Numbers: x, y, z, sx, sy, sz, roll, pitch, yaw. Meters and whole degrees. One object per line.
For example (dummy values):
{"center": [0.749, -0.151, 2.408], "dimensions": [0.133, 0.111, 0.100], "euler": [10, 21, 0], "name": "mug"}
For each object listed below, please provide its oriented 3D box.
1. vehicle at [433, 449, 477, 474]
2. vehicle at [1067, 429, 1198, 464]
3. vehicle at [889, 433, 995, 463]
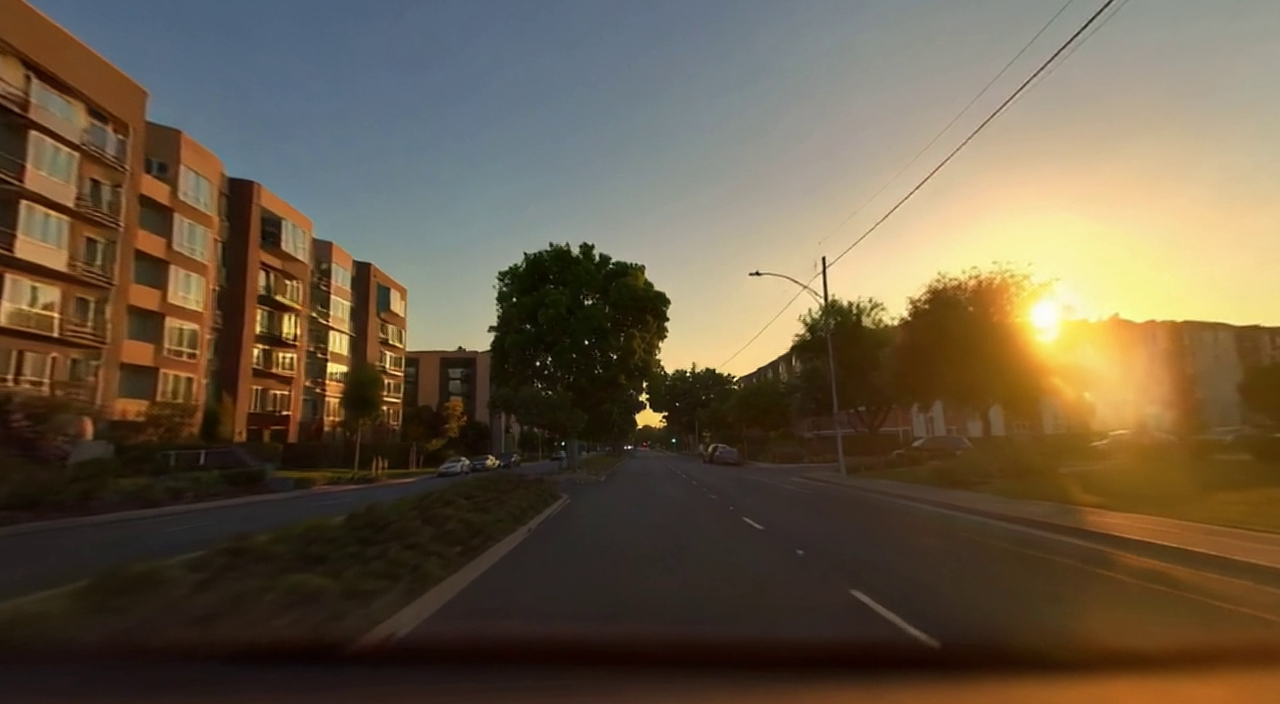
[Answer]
{"center": [-13.381, 7.919, 45.938], "dimensions": [1.851, 1.645, 4.152], "euler": [-1, -9, 1], "name": "vehicle"}
{"center": [24.925, 4.803, 32.128], "dimensions": [4.861, 1.684, 2.014], "euler": [0, -9, 1], "name": "vehicle"}
{"center": [18.557, 5.937, 39.020], "dimensions": [5.466, 1.734, 1.999], "euler": [-1, -9, 1], "name": "vehicle"}
